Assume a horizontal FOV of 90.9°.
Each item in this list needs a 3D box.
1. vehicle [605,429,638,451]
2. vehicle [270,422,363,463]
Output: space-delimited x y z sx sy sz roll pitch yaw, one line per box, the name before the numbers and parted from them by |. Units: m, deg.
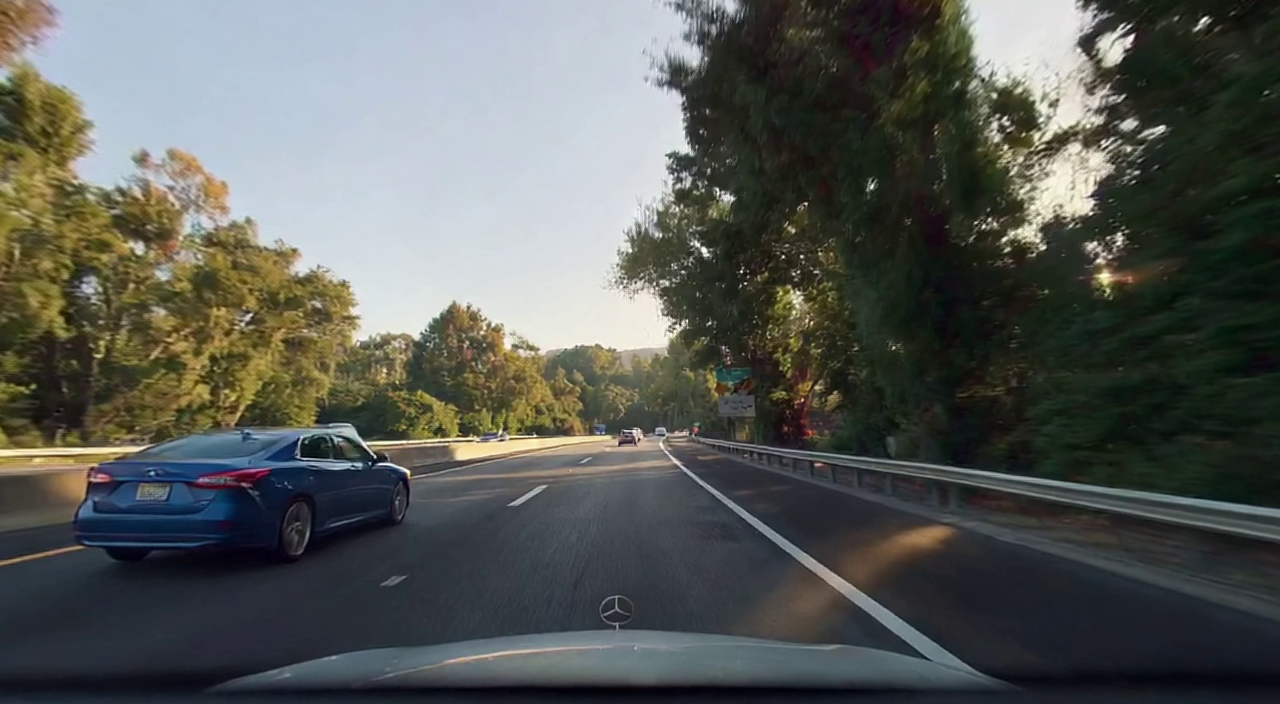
vehicle | -1.289 6.452 46.178 2.051 1.529 4.303 -1 -8 3
vehicle | -16.047 4.523 31.596 2.030 1.866 4.818 0 -8 1
